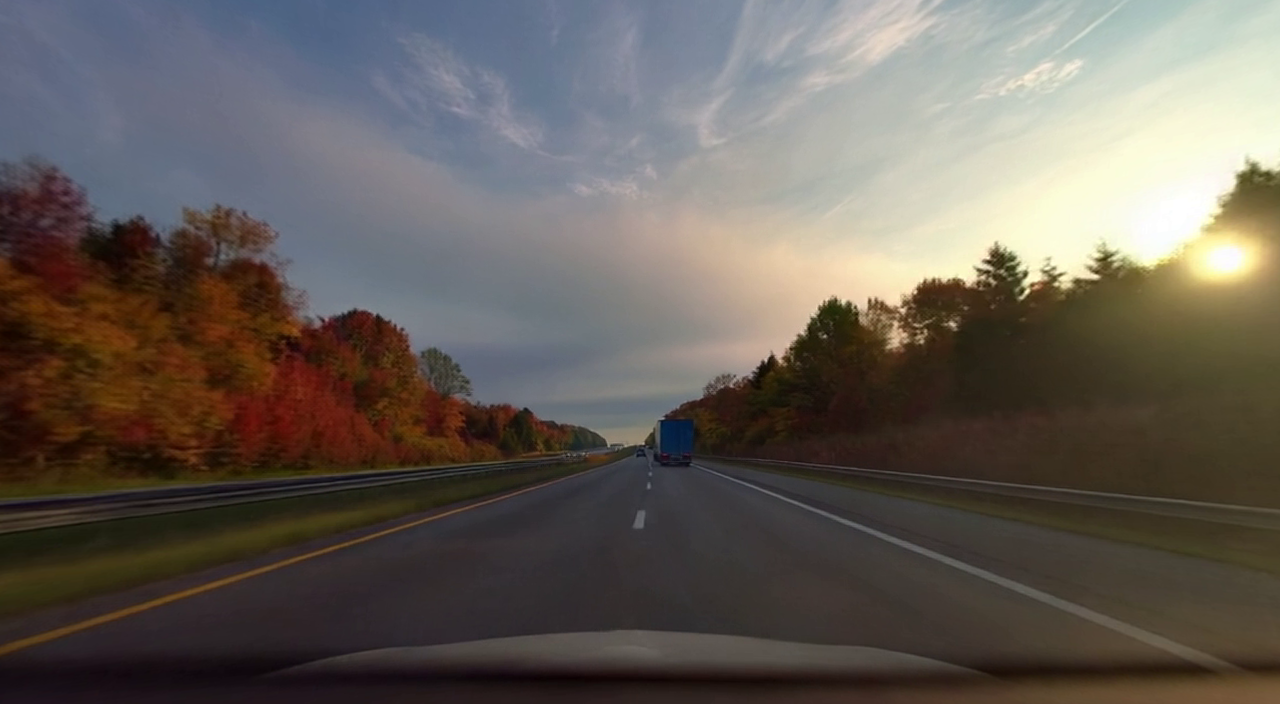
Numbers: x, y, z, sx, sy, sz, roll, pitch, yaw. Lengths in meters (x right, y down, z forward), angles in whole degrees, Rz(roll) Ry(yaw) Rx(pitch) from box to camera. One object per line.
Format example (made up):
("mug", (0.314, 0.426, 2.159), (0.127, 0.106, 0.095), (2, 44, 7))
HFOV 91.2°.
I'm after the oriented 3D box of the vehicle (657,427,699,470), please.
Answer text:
("vehicle", (2.750, 7.311, 47.289), (2.697, 2.980, 6.749), (0, -9, 0))
